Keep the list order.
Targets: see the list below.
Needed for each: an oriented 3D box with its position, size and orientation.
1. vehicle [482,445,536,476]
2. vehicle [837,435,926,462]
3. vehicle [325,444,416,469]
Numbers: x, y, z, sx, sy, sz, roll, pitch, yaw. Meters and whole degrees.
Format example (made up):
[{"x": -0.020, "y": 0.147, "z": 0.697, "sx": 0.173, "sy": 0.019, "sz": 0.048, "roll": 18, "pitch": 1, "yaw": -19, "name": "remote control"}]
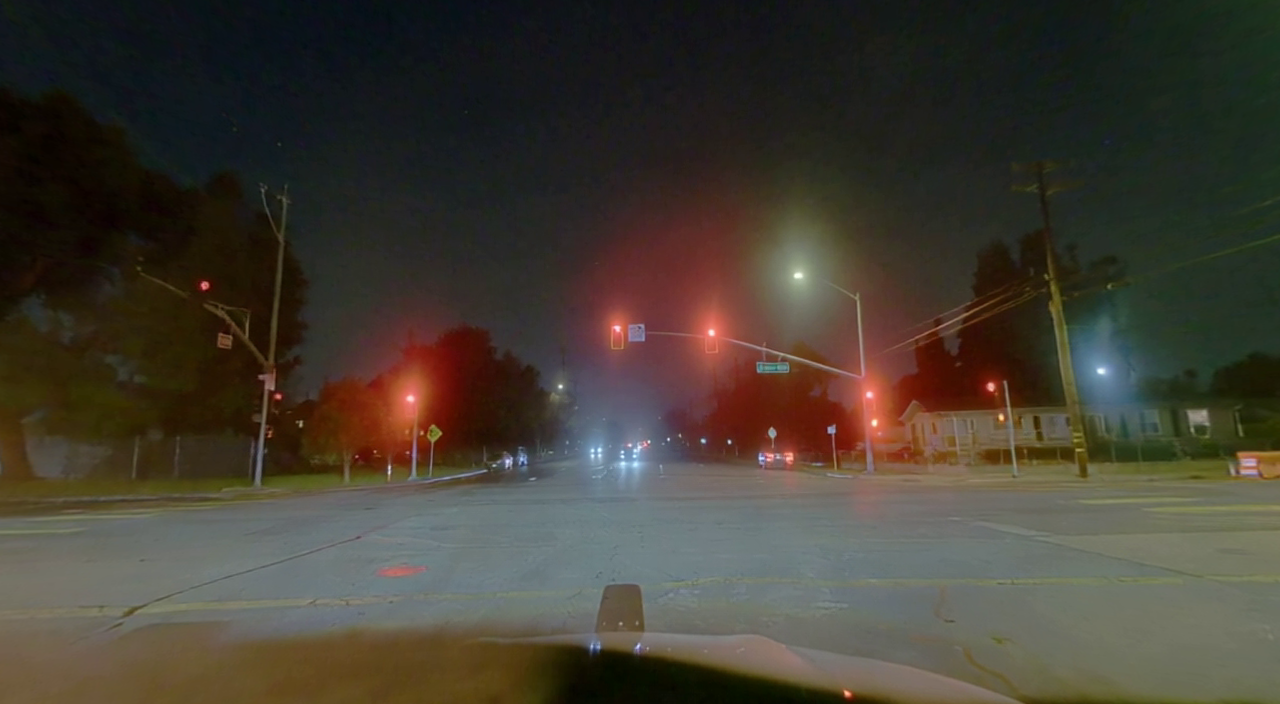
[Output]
[{"x": -6.610, "y": 5.526, "z": 32.386, "sx": 1.881, "sy": 1.452, "sz": 4.121, "roll": 0, "pitch": -8, "yaw": 0, "name": "vehicle"}, {"x": 15.375, "y": 6.174, "z": 40.325, "sx": 4.892, "sy": 1.656, "sz": 1.856, "roll": 0, "pitch": -8, "yaw": 0, "name": "vehicle"}, {"x": -16.393, "y": 6.370, "z": 38.591, "sx": 4.713, "sy": 1.409, "sz": 1.918, "roll": 0, "pitch": -8, "yaw": -2, "name": "vehicle"}]
